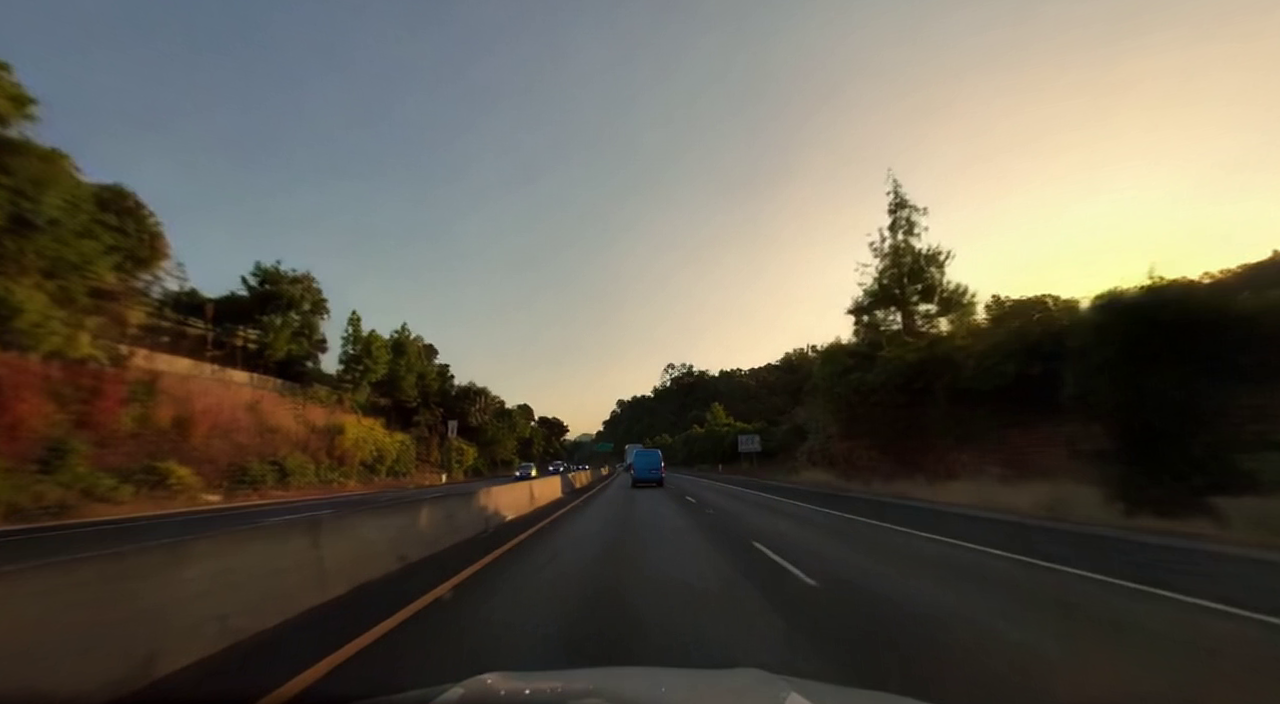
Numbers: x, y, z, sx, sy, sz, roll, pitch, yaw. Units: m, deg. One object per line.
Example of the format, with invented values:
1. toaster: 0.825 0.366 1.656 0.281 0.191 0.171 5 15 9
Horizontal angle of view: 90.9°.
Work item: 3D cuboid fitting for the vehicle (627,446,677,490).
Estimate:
1. vehicle: 0.573 6.288 34.238 2.429 2.167 4.558 1 -11 -2
